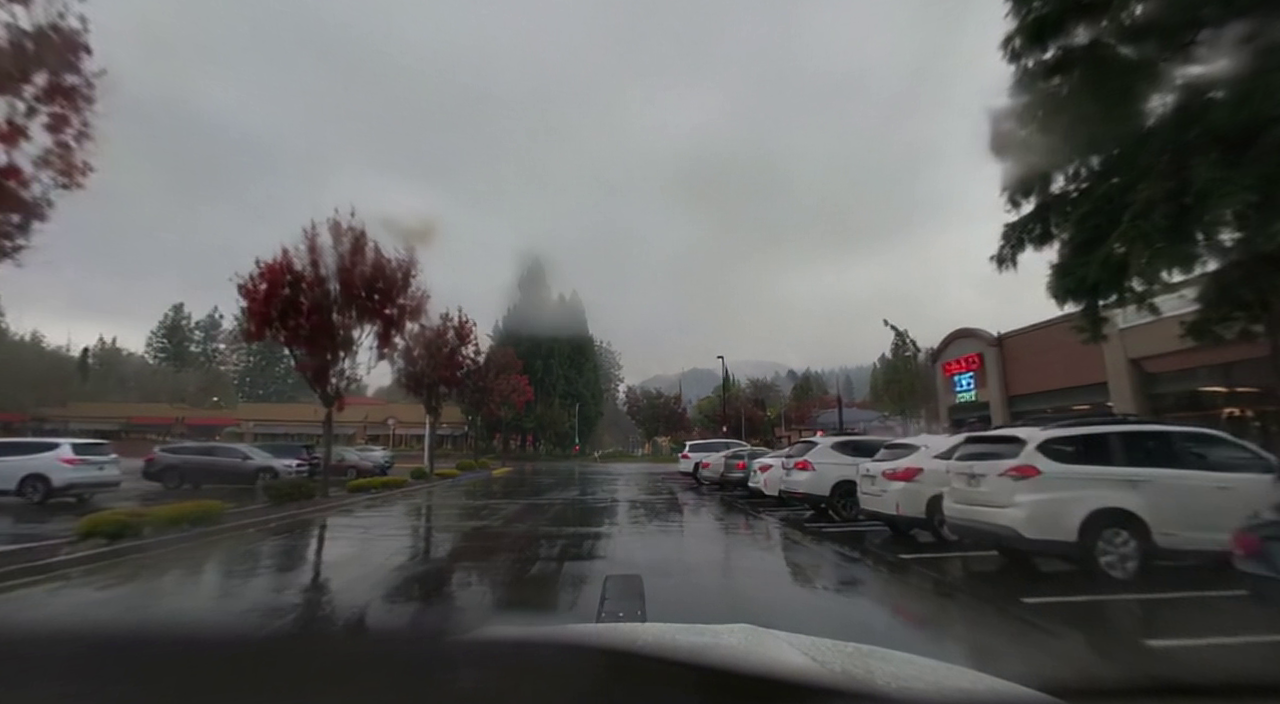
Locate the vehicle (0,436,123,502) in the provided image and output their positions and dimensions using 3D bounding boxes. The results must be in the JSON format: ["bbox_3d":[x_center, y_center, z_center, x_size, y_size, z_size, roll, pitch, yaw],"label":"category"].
[{"bbox_3d":[-15.697,2.880,15.713,4.197,1.526,1.977,7,-11,-40],"label":"vehicle"}]

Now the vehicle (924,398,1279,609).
[{"bbox_3d":[5.963,1.551,7.074,4.409,1.892,2.298,0,-8,-4],"label":"vehicle"}]

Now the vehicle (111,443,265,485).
[{"bbox_3d":[-17.609,4.333,24.807,4.651,1.494,1.914,6,-11,-37],"label":"vehicle"}]

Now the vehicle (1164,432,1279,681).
[{"bbox_3d":[6.017,1.210,3.694,4.298,1.476,1.921,1,-8,-5],"label":"vehicle"}]
